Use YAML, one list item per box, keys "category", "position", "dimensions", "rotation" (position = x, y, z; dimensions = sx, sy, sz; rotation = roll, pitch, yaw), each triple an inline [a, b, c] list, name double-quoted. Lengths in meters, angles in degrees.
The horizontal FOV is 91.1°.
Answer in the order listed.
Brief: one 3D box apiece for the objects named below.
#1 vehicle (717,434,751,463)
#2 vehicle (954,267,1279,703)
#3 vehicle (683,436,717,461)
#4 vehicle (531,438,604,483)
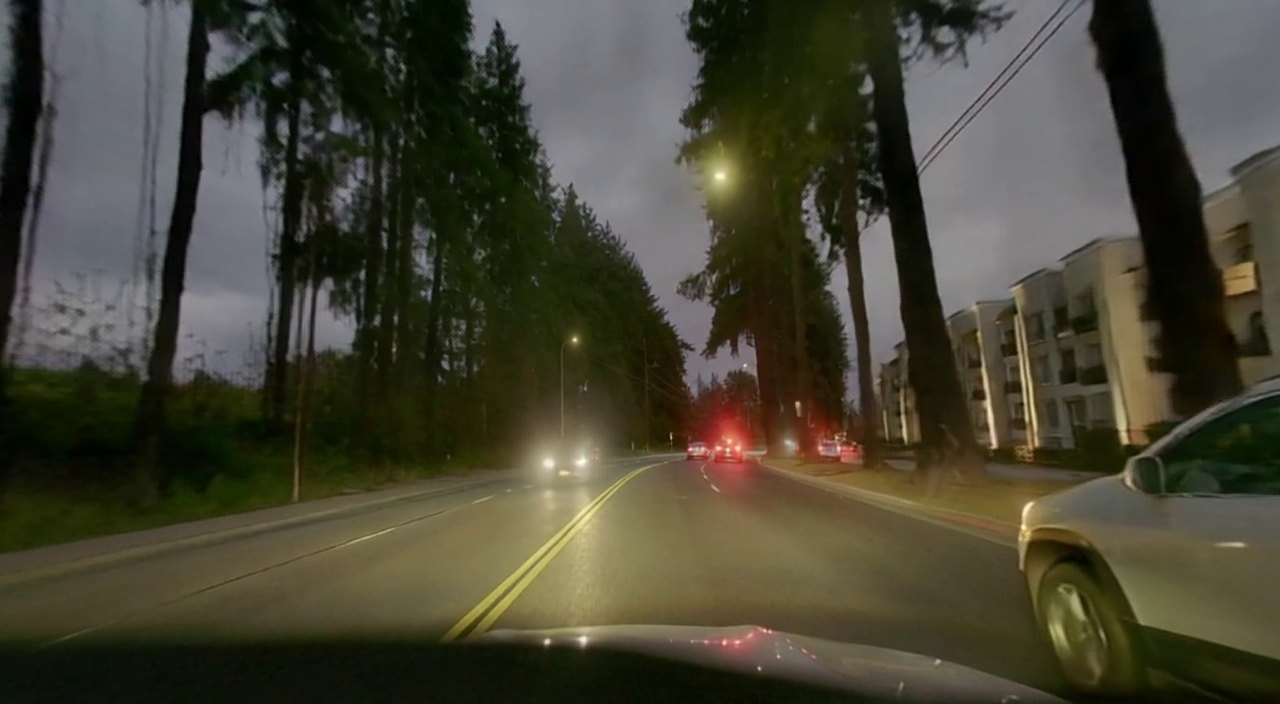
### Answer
- category: "vehicle"
  position: [6.220, 6.404, 41.815]
  dimensions: [2.069, 1.791, 4.422]
  rotation: [-1, -8, 8]
- category: "vehicle"
  position: [3.229, 0.595, 1.620]
  dimensions: [2.219, 1.881, 5.104]
  rotation: [0, -8, 1]
- category: "vehicle"
  position: [4.780, 7.598, 49.585]
  dimensions: [2.158, 1.852, 4.485]
  rotation: [-2, -9, 11]
- category: "vehicle"
  position: [-2.636, 4.069, 23.873]
  dimensions: [1.958, 1.538, 4.081]
  rotation: [-1, -8, 5]
